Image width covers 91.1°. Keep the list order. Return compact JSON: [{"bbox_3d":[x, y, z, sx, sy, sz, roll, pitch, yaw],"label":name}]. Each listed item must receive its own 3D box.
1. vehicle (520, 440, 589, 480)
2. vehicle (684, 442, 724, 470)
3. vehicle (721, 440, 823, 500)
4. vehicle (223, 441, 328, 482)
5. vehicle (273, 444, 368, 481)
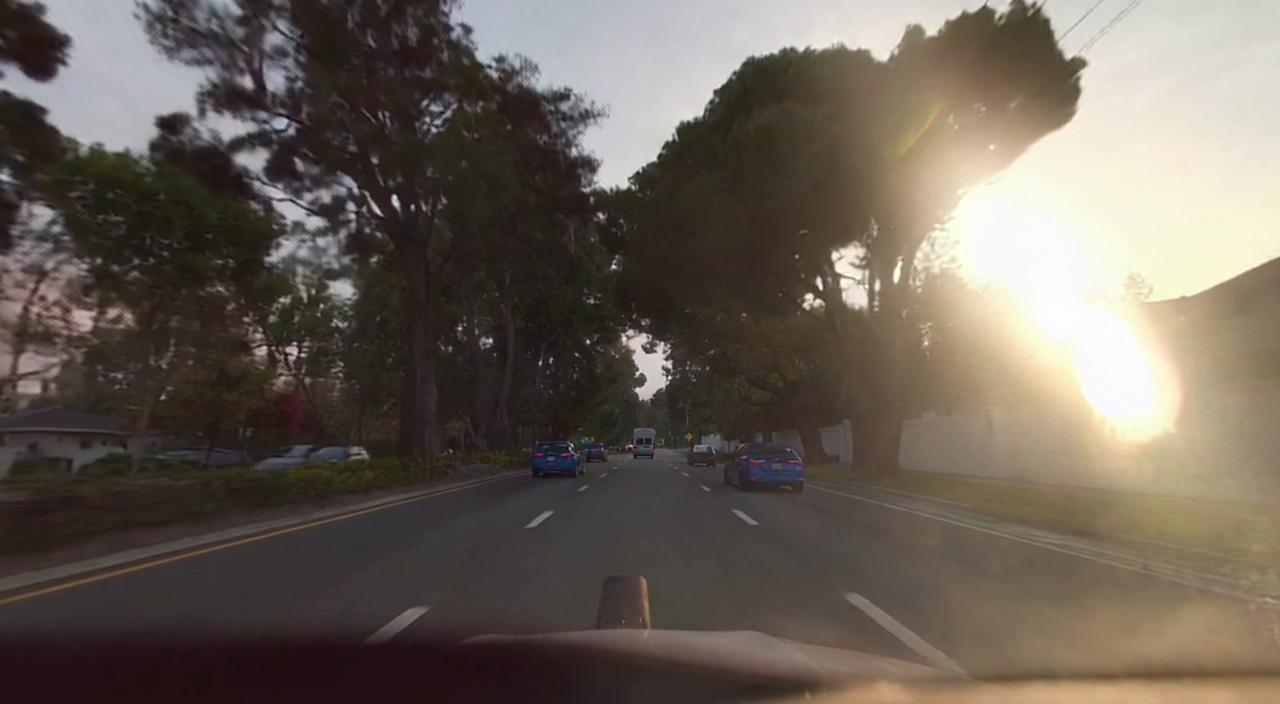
[{"bbox_3d":[-3.340,4.312,25.423,2.036,1.474,4.647,0,-8,1],"label":"vehicle"},{"bbox_3d":[3.847,6.295,38.204,1.905,1.520,4.340,1,-8,-1],"label":"vehicle"},{"bbox_3d":[3.580,3.271,17.827,1.945,1.469,4.258,0,-8,0],"label":"vehicle"},{"bbox_3d":[-17.647,5.293,30.735,2.107,1.796,5.011,0,-8,0],"label":"vehicle"},{"bbox_3d":[-13.803,4.765,27.453,1.816,1.484,4.356,0,-8,0],"label":"vehicle"}]
